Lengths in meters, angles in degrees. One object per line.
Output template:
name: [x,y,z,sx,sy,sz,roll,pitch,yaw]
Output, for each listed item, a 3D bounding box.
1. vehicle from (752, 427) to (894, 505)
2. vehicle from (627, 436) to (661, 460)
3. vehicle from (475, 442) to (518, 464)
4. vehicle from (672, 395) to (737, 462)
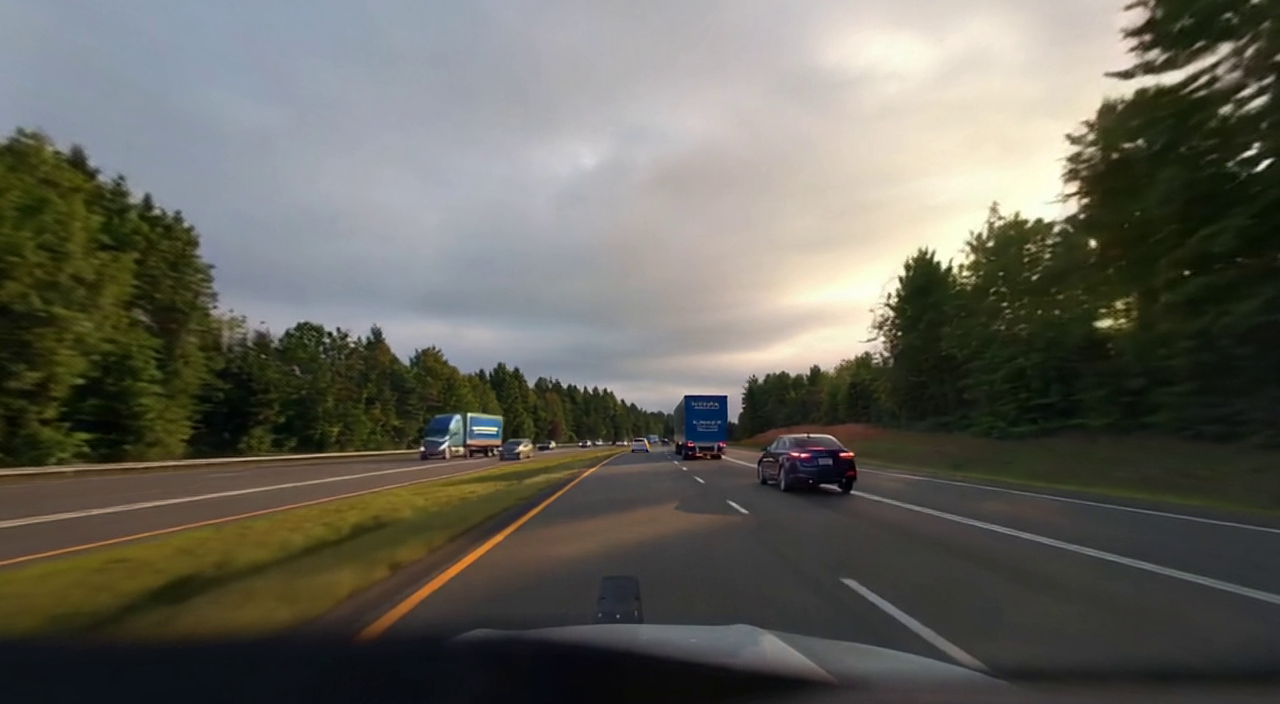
vehicle: [4.159,2.640,15.158,2.028,1.573,4.207,0,-8,-2]
vehicle: [0.293,6.503,42.966,2.209,1.499,4.144,0,-8,0]
vehicle: [-10.264,7.258,45.375,2.010,1.426,4.364,0,-8,1]
vehicle: [4.248,5.543,44.958,3.171,4.072,13.784,0,-8,0]
